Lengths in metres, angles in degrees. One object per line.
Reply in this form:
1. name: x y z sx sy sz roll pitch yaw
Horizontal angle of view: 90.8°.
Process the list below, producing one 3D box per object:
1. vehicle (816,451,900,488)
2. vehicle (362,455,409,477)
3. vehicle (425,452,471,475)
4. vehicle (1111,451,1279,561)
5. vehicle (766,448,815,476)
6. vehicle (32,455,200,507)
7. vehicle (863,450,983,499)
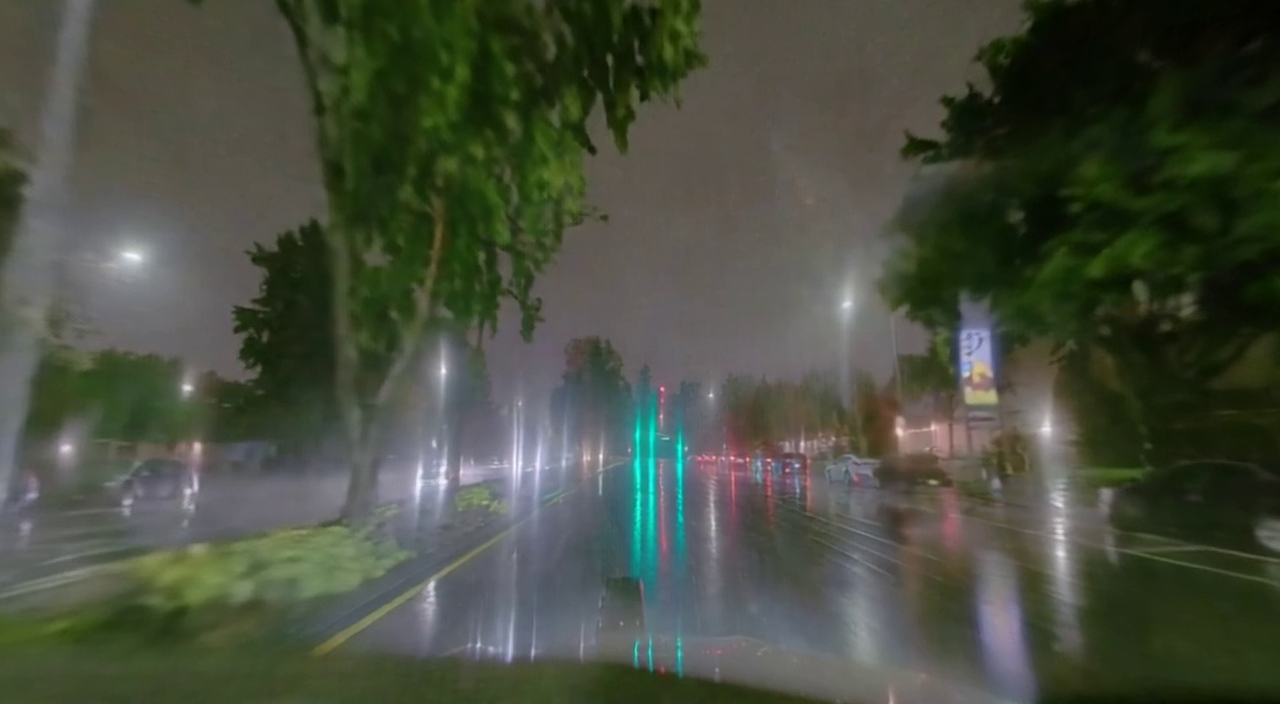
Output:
1. vehicle: 9.461 5.129 27.897 1.918 1.454 4.683 0 -9 -1
2. vehicle: -18.497 8.291 46.111 1.702 1.452 4.161 0 -9 0
3. vehicle: -12.725 7.388 42.126 1.769 1.418 4.173 0 -9 1
4. vehicle: 9.658 2.197 9.230 1.961 1.456 4.493 0 -9 -2
5. vehicle: 9.604 7.029 40.733 1.885 1.685 4.430 0 -9 -2
6. vehicle: -18.433 4.533 22.623 1.885 1.553 4.864 0 -9 0
7. vehicle: 9.618 4.166 21.975 1.899 1.475 4.572 0 -9 -2
